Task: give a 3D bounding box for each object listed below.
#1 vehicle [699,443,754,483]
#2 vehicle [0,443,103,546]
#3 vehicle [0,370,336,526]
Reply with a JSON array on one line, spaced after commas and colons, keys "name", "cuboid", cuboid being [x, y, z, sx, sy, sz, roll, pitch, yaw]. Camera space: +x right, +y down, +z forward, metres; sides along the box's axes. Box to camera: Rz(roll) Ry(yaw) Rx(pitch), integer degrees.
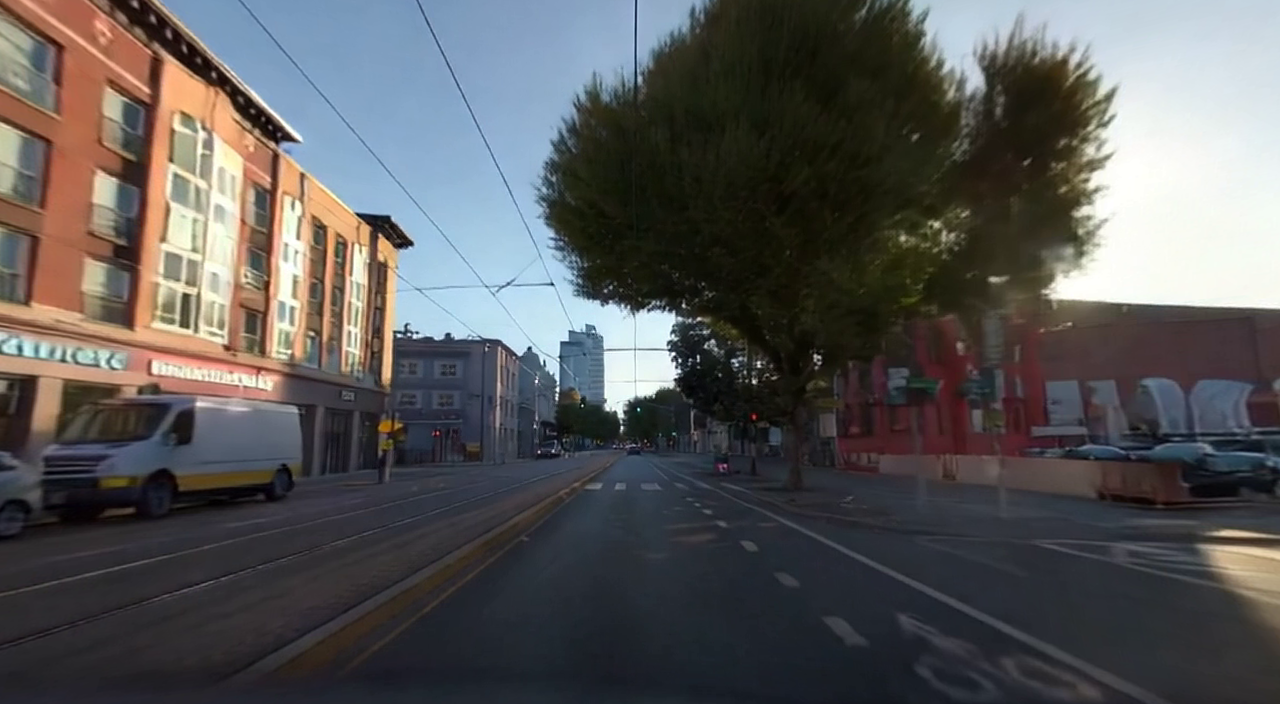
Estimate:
[{"name": "vehicle", "cuboid": [3.564, 4.606, 26.527, 1.819, 1.546, 3.681, 0, -8, 1]}, {"name": "vehicle", "cuboid": [-10.224, 1.996, 8.413, 1.789, 1.484, 4.916, -1, -8, 0]}, {"name": "vehicle", "cuboid": [-10.687, 2.304, 15.571, 2.378, 2.765, 7.920, 2, -8, 0]}]
